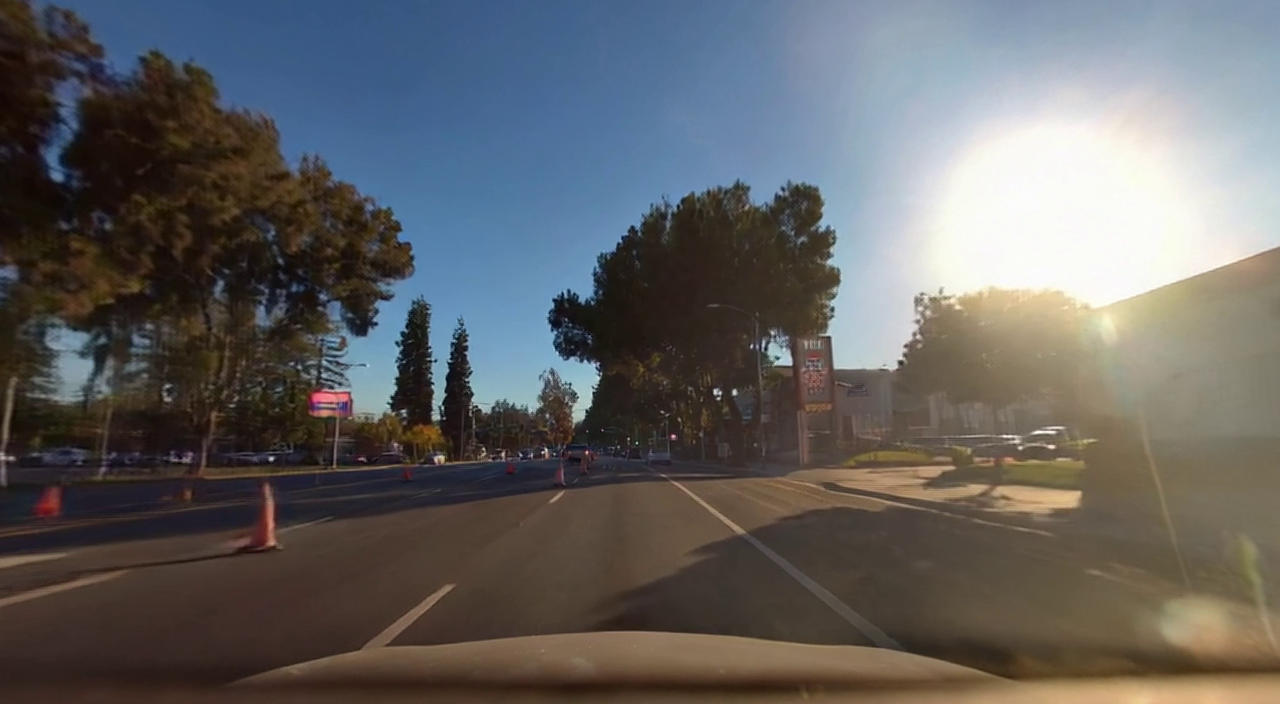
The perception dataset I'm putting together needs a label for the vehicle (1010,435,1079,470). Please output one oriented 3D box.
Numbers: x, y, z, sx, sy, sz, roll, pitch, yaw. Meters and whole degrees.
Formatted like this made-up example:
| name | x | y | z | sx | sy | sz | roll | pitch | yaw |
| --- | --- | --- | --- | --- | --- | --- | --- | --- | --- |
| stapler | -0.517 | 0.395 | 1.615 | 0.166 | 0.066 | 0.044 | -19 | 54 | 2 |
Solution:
| name | x | y | z | sx | sy | sz | roll | pitch | yaw |
| --- | --- | --- | --- | --- | --- | --- | --- | --- | --- |
| vehicle | 21.021 | 5.187 | 32.713 | 2.160 | 1.639 | 5.163 | -8 | -11 | 40 |
